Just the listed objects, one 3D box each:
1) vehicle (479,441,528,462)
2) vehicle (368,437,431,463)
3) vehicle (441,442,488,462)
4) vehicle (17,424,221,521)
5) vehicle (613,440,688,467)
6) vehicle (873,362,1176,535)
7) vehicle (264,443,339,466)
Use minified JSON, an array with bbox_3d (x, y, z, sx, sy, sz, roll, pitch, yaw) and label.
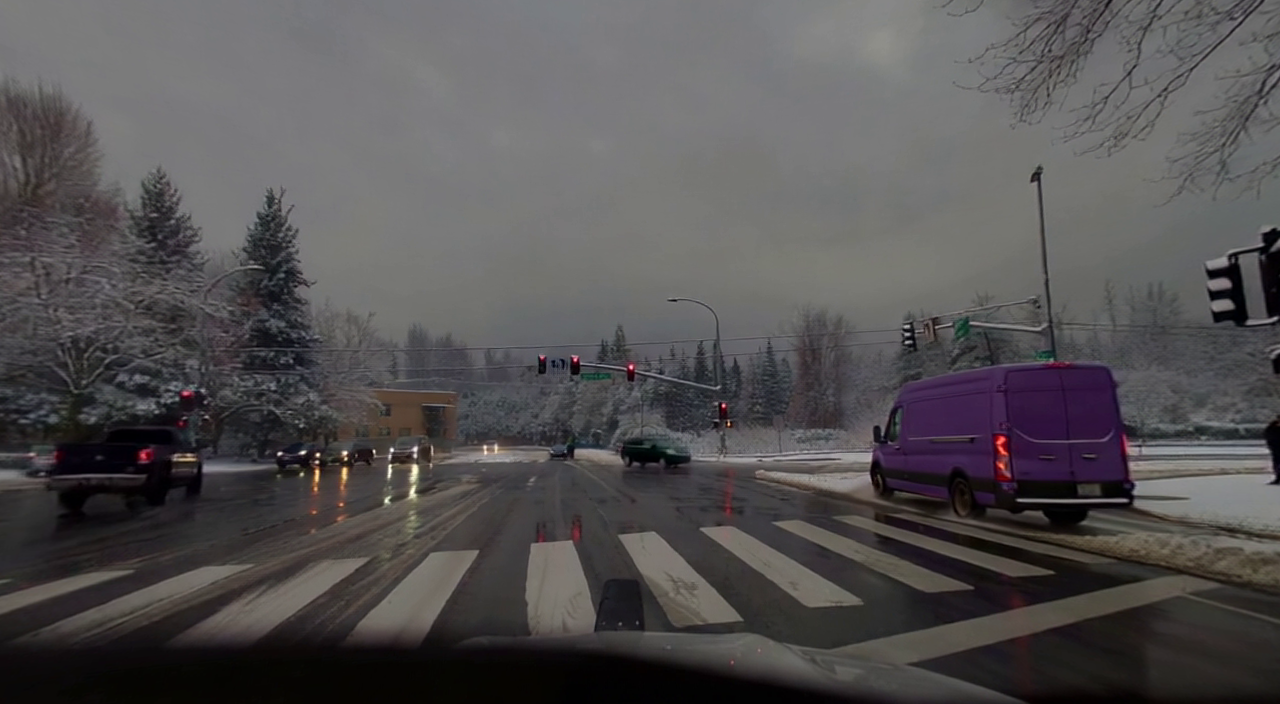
[{"bbox_3d":[-10.173,7.468,47.391,2.097,1.484,4.596,-1,-9,8],"label":"vehicle"},{"bbox_3d":[-17.404,7.150,45.999,2.189,1.753,4.785,-1,-9,8],"label":"vehicle"},{"bbox_3d":[-13.209,7.587,47.857,1.845,1.426,4.289,-1,-9,8],"label":"vehicle"},{"bbox_3d":[-10.659,2.450,13.428,2.115,1.653,4.553,4,-9,-24],"label":"vehicle"},{"bbox_3d":[0.545,5.737,35.706,3.909,1.409,1.907,-7,-11,40],"label":"vehicle"},{"bbox_3d":[6.565,1.794,11.903,2.332,2.511,5.326,0,-9,1],"label":"vehicle"},{"bbox_3d":[-21.857,6.641,40.976,1.859,1.415,4.591,-1,-9,8],"label":"vehicle"}]
